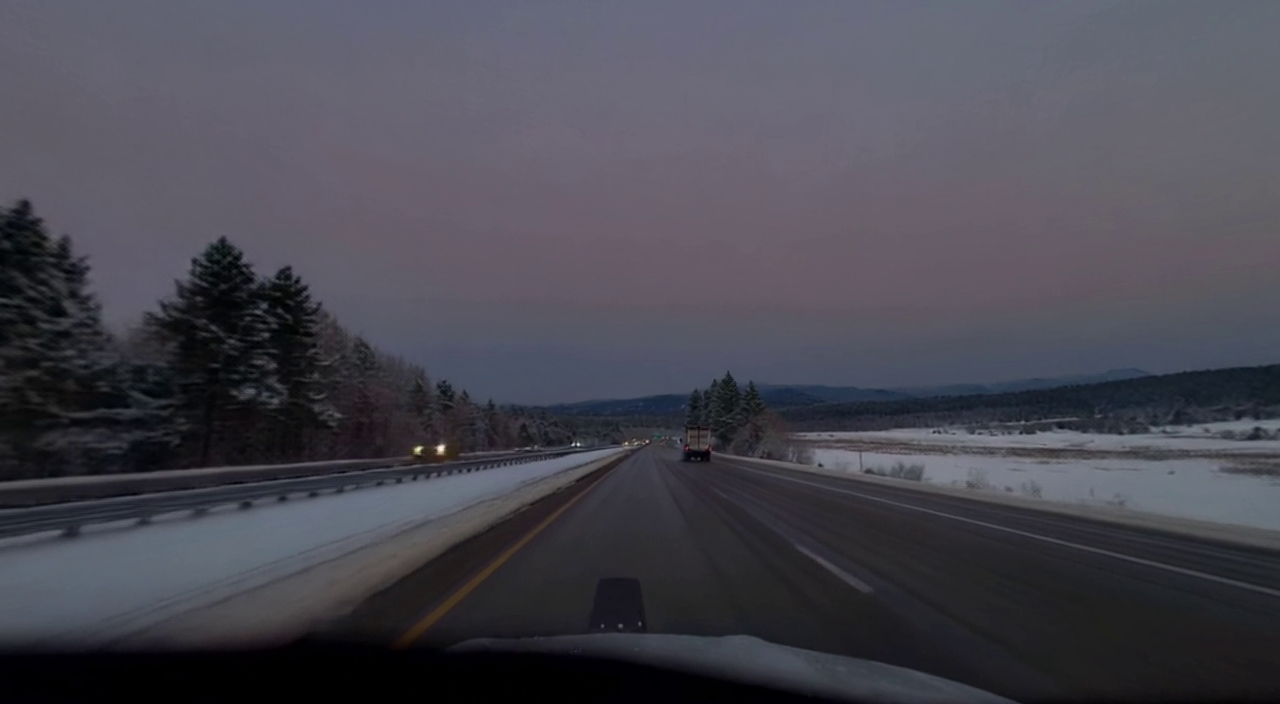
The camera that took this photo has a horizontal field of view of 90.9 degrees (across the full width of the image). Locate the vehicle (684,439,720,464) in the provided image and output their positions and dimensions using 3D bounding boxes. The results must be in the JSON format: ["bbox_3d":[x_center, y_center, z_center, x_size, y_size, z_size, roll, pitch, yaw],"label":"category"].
[{"bbox_3d":[4.372,7.055,44.891,2.157,1.640,4.056,0,-8,1],"label":"vehicle"}]

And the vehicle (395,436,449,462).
[{"bbox_3d":[-16.973,7.577,49.450,2.361,1.937,5.075,-1,-8,1],"label":"vehicle"}]
